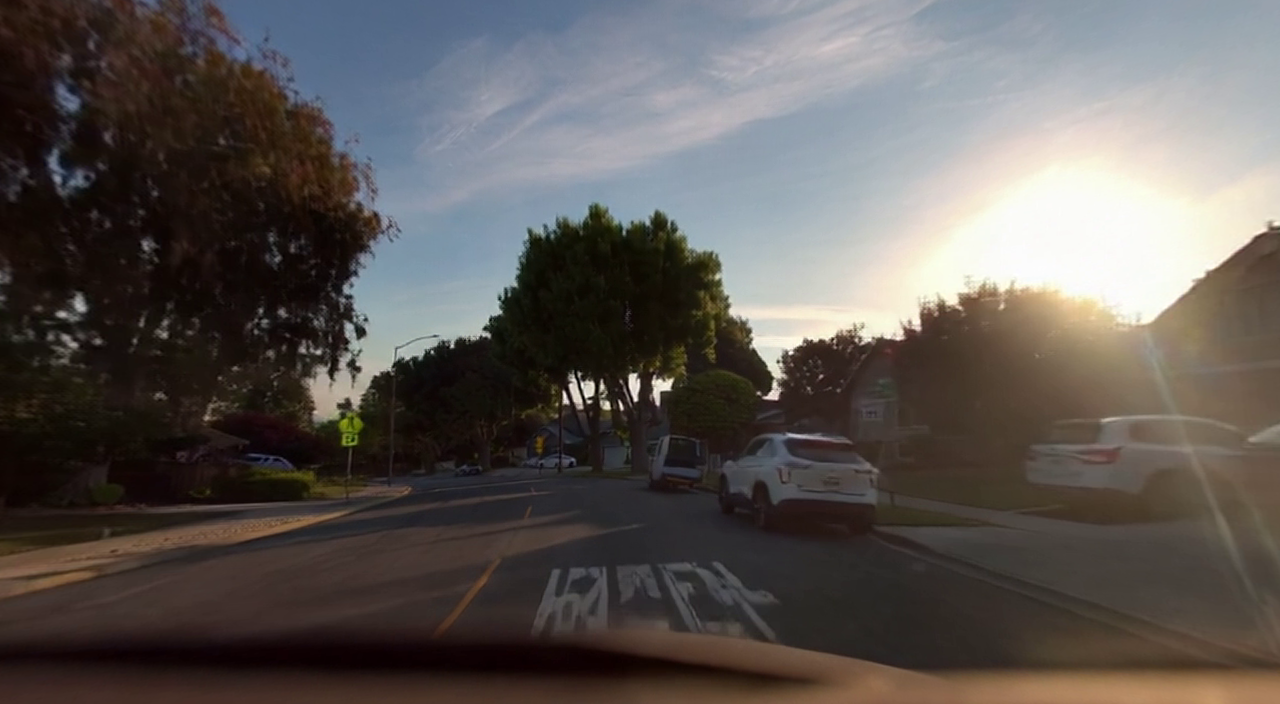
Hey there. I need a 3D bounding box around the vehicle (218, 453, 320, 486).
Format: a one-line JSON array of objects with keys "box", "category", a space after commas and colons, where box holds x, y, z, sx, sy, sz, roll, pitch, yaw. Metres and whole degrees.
[{"box": [-20.349, 6.433, 34.830, 4.464, 1.681, 1.906, 3, -10, -18], "category": "vehicle"}]

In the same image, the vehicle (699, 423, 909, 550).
[{"box": [2.421, 2.172, 10.861, 1.965, 1.663, 4.744, 1, -9, -5], "category": "vehicle"}]

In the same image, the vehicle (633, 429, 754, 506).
[{"box": [1.298, 3.281, 18.298, 2.180, 1.849, 5.423, 2, -9, -10], "category": "vehicle"}]

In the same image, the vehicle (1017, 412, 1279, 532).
[{"box": [9.252, 2.111, 11.467, 4.469, 1.780, 1.970, 5, -10, -28], "category": "vehicle"}]
